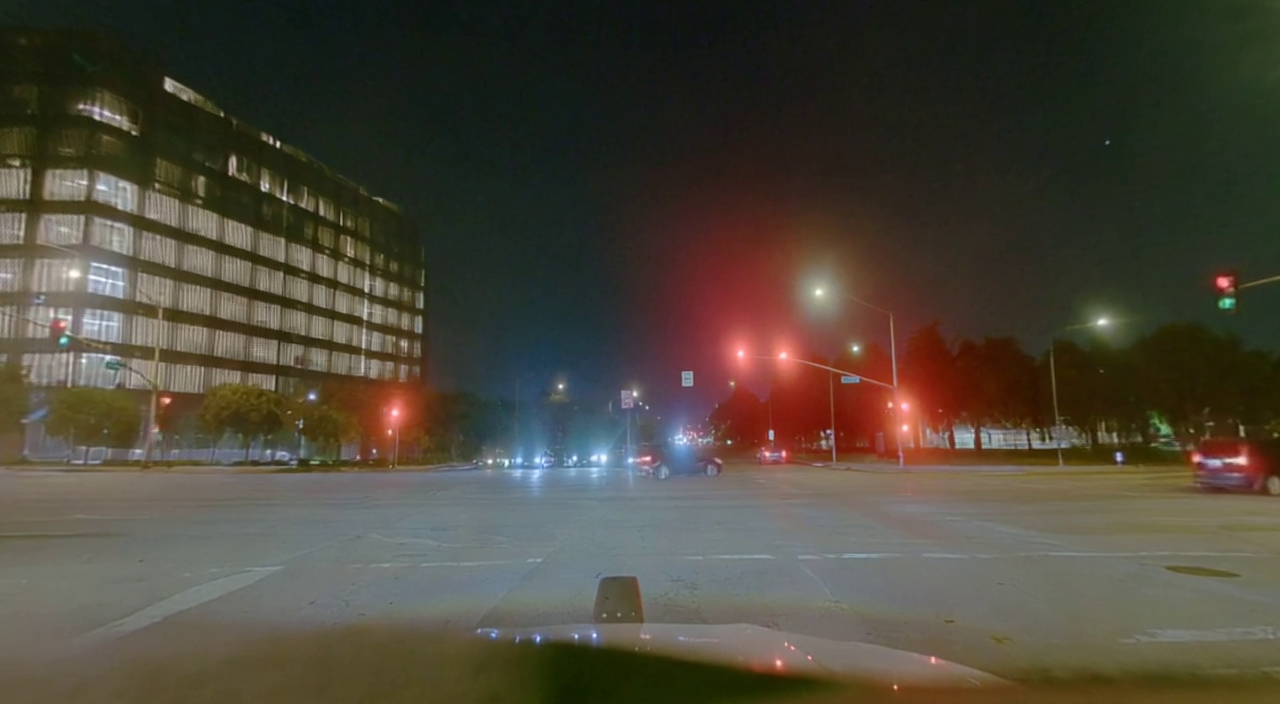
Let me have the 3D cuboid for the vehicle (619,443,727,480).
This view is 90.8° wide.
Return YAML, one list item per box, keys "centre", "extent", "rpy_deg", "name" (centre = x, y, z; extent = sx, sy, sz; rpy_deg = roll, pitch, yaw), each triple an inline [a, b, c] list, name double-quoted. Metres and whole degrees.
- centre: [1.455, 4.648, 27.114]
  extent: [4.424, 1.454, 2.043]
  rpy_deg: [7, -11, -40]
  name: "vehicle"

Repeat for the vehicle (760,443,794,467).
- centre: [9.615, 7.252, 44.641]
  extent: [1.955, 1.569, 4.397]
  rpy_deg: [-1, -8, 8]
  name: "vehicle"

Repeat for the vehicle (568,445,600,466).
- centre: [-4.353, 8.121, 49.749]
  extent: [2.130, 1.613, 4.121]
  rpy_deg: [0, -8, 0]
  name: "vehicle"
